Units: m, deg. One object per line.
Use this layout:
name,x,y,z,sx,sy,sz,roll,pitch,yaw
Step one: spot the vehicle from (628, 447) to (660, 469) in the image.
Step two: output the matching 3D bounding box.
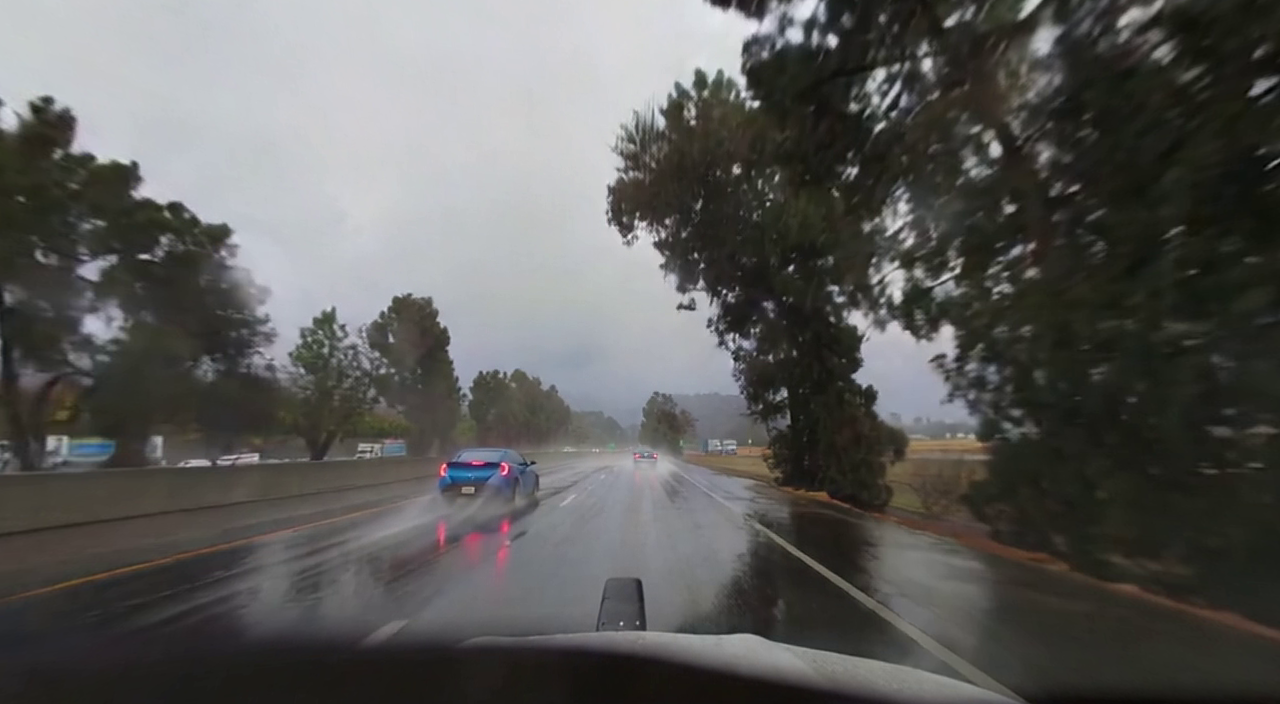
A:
vehicle,0.259,7.191,42.958,2.079,1.450,3.942,0,-9,0

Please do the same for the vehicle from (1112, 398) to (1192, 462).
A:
vehicle,38.408,5.664,47.031,2.804,4.067,14.345,-12,-12,43

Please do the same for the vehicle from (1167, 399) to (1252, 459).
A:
vehicle,38.074,5.247,41.915,12.517,3.468,2.964,8,-12,-43

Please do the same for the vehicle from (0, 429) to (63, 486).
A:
vehicle,-48.530,8.054,47.825,2.886,4.111,6.848,-3,-8,1

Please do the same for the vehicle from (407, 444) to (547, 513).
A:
vehicle,-3.840,3.072,15.875,2.170,1.451,4.584,0,-9,2
